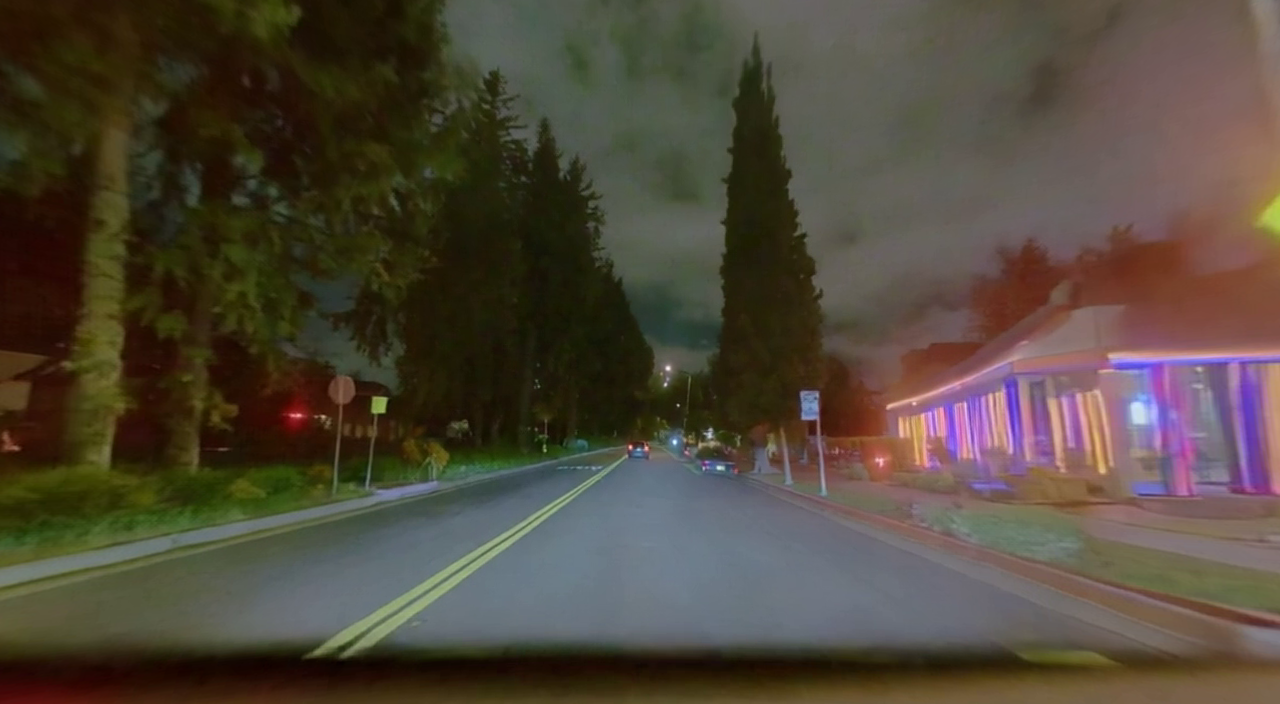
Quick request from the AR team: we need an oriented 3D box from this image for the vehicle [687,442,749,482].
[{"bbox_3d":[3.167,4.587,26.572,2.152,1.527,4.010,0,-9,0],"label":"vehicle"}]
